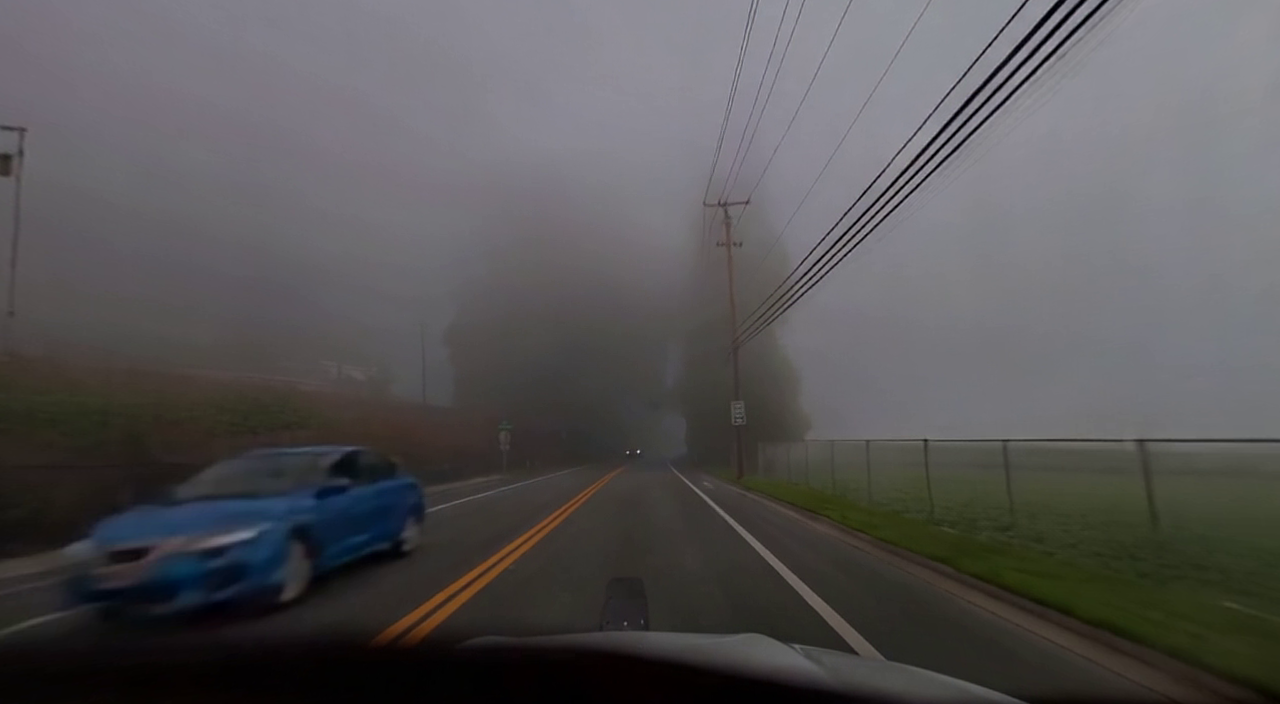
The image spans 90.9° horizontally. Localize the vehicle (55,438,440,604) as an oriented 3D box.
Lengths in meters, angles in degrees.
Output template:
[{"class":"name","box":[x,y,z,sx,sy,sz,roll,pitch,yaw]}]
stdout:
[{"class":"vehicle","box":[-4.294,1.884,8.019,1.975,1.481,4.445,0,-9,1]}]
